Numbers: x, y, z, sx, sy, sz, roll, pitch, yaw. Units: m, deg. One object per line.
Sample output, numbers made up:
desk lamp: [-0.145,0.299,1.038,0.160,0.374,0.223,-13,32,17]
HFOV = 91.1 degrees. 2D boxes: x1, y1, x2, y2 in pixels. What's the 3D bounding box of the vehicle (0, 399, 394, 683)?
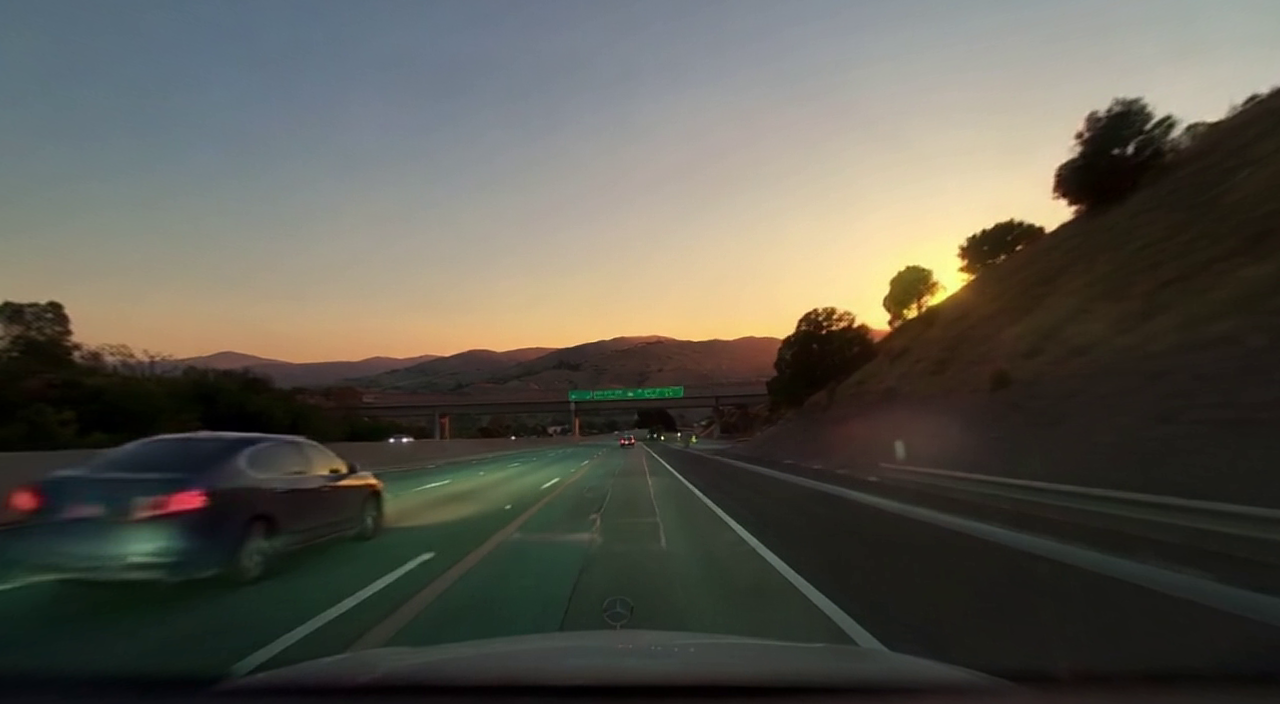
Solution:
vehicle: [-4.448,1.403,6.083,2.129,1.588,4.980,0,-8,0]
